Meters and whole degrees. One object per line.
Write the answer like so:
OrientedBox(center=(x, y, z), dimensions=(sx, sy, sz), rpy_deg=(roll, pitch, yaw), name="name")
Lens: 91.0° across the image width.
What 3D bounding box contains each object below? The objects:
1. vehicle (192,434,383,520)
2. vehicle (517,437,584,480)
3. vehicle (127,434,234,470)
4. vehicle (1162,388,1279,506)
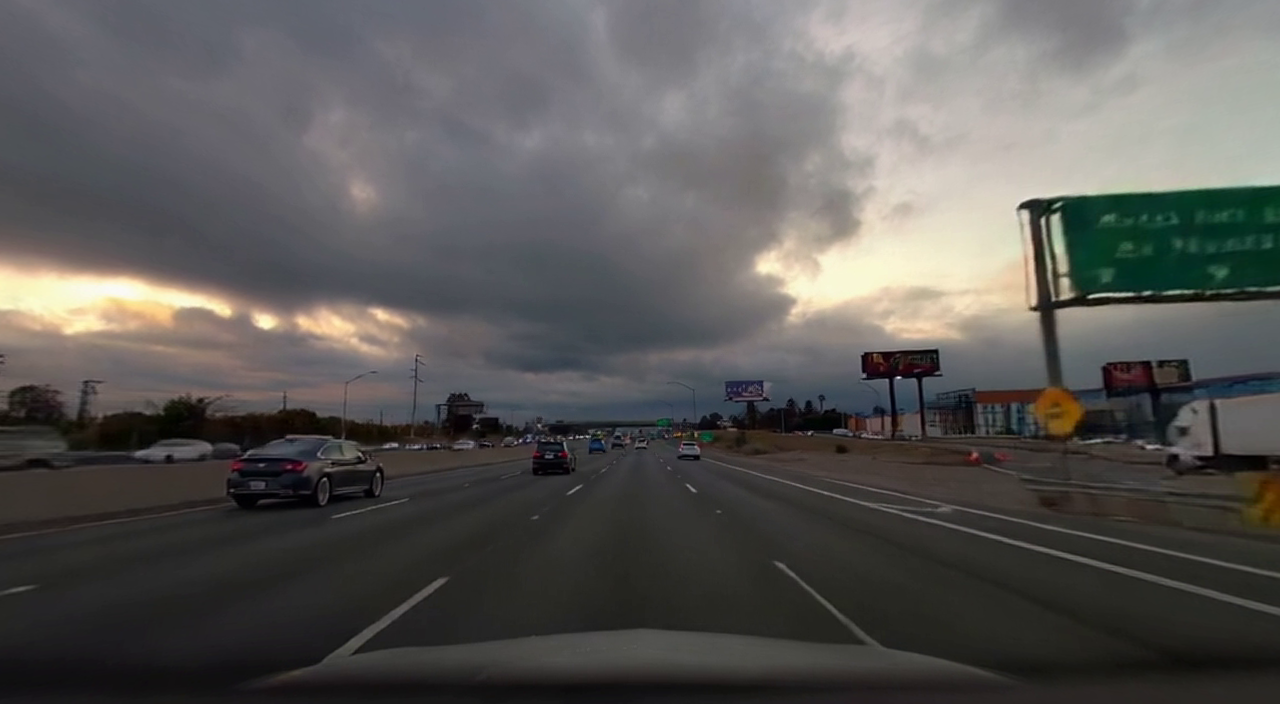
OrientedBox(center=(-7.190, 2.557, 13.342), dimensions=(1.865, 1.518, 3.620), rpy_deg=(1, -9, 1), name="vehicle")
OrientedBox(center=(-3.477, 4.234, 25.241), dimensions=(2.001, 1.577, 4.055), rpy_deg=(1, -9, 1), name="vehicle")
OrientedBox(center=(-23.051, 5.039, 31.840), dimensions=(1.946, 1.682, 4.480), rpy_deg=(1, -9, 0), name="vehicle")
OrientedBox(center=(21.081, 3.004, 19.718), dimensions=(2.958, 3.538, 8.761), rpy_deg=(-1, -9, 9), name="vehicle")
